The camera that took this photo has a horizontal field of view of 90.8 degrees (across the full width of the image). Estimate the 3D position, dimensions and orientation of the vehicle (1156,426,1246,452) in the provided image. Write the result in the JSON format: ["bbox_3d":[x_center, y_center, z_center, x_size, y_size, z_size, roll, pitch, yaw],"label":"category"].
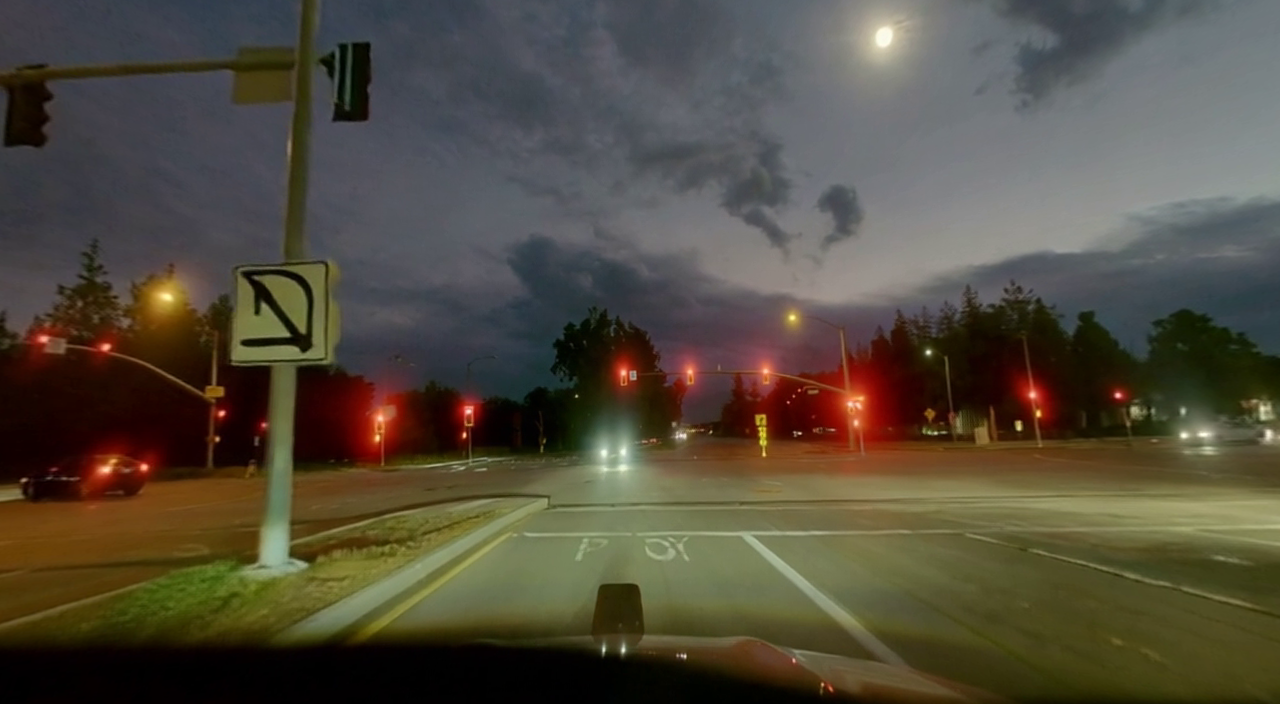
[{"bbox_3d":[40.096,6.250,45.381,2.173,1.751,4.931,-1,-8,5],"label":"vehicle"}]

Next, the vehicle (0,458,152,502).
[{"bbox_3d":[-24.488,5.519,27.507,4.706,1.734,2.253,-1,-8,6],"label":"vehicle"}]
